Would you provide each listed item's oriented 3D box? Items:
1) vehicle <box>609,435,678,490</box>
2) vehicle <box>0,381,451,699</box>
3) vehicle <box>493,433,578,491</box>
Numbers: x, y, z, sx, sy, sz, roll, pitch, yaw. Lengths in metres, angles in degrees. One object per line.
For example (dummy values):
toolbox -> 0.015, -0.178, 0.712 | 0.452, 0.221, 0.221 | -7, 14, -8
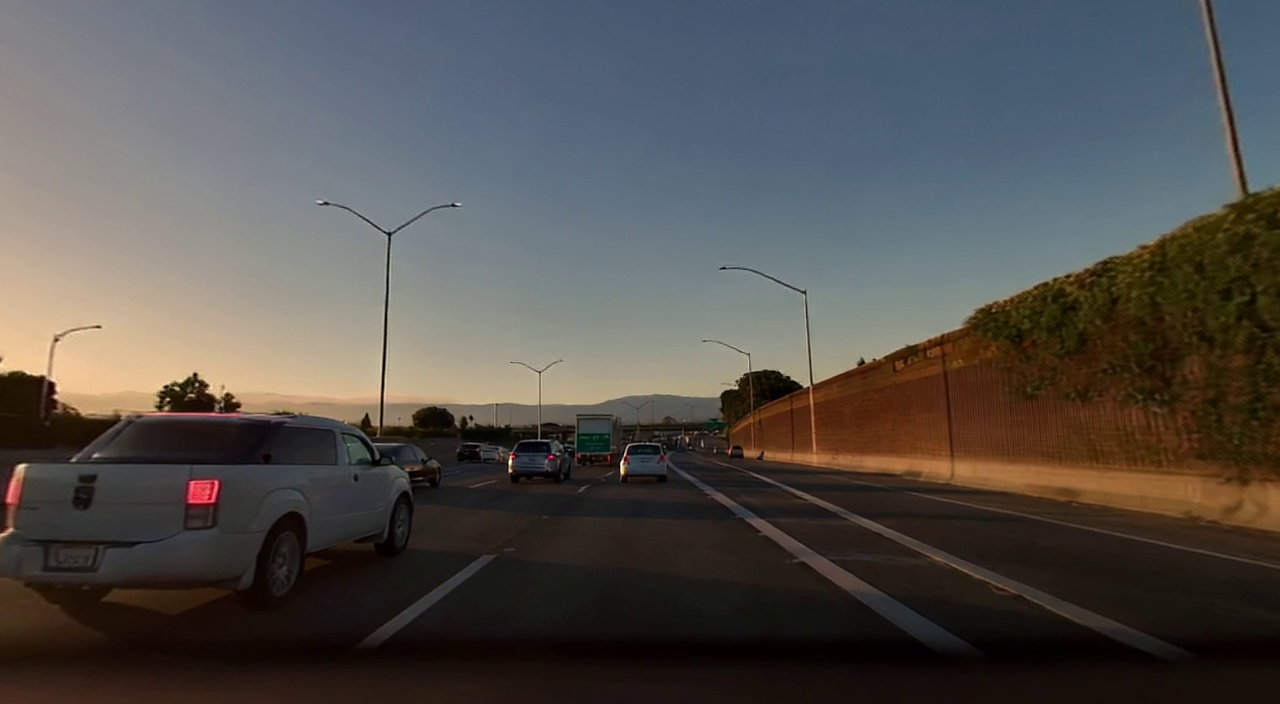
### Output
vehicle -> 0.138, 3.774, 21.917 | 2.180, 1.716, 3.920 | 0, -8, 1
vehicle -> -3.497, 1.333, 5.641 | 2.209, 1.711, 4.296 | 0, -8, 1
vehicle -> -3.515, 3.798, 22.157 | 2.125, 1.792, 4.466 | 0, -8, 1
